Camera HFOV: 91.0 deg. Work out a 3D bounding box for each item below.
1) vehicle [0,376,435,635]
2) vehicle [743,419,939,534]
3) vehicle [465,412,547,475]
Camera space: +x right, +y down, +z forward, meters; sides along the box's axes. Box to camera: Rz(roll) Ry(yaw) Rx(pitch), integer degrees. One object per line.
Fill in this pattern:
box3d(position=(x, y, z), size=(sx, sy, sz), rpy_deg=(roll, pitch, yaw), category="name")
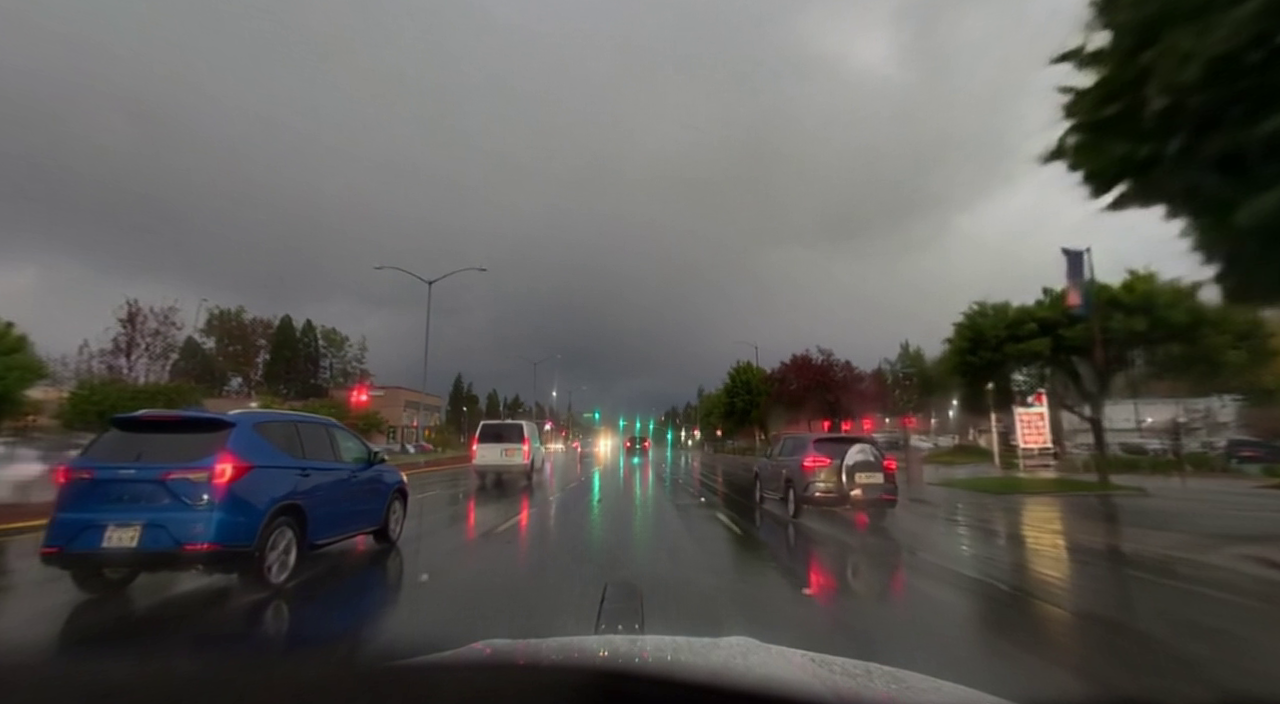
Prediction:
box3d(position=(-3.887, 1.359, 6.498), size=(2.038, 1.748, 4.303), rpy_deg=(0, -9, 0), category="vehicle")
box3d(position=(3.582, 2.341, 12.434), size=(2.167, 1.792, 4.835), rpy_deg=(1, -9, -1), category="vehicle")
box3d(position=(-6.089, 4.336, 29.688), size=(2.863, 2.592, 6.410), rpy_deg=(1, -9, -4), category="vehicle")
